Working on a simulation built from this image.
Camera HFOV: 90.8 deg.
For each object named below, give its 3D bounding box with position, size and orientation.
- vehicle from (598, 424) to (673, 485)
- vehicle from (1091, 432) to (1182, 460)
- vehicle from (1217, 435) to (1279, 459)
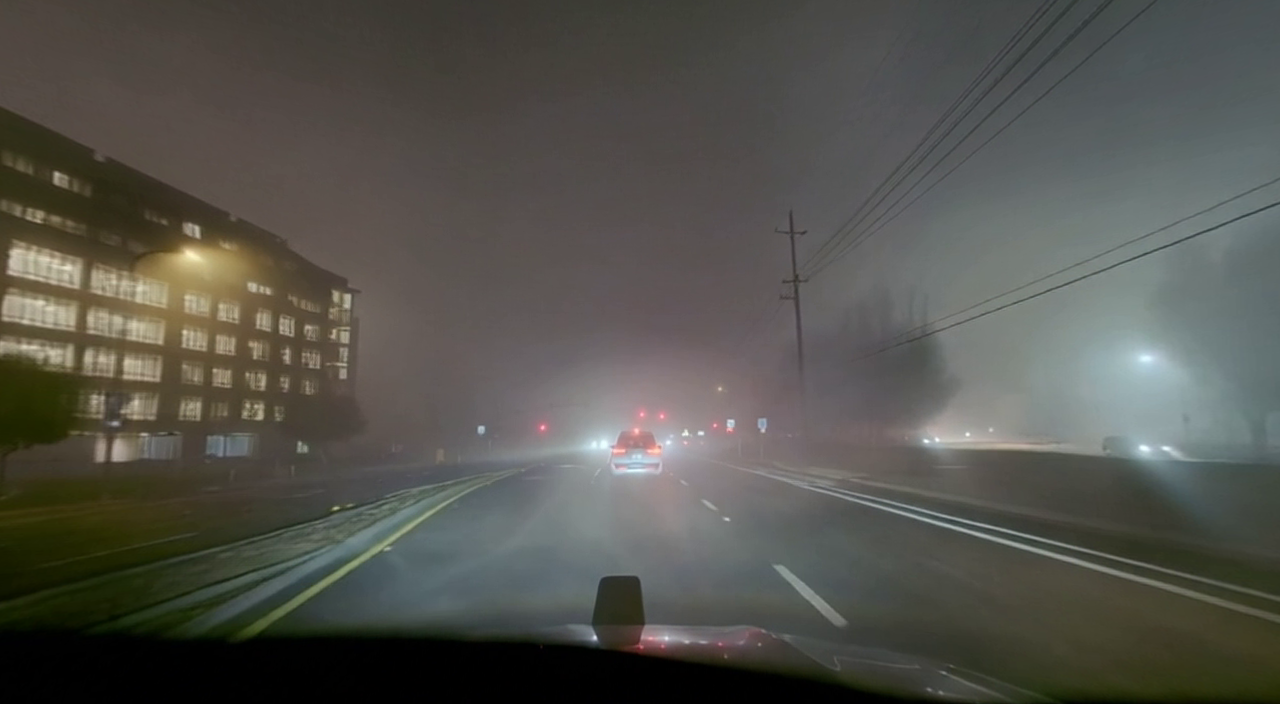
[{"bbox_3d":[-0.132,3.325,20.710,2.189,1.776,4.342,0,-8,0],"label":"vehicle"},{"bbox_3d":[32.387,6.157,41.443,1.961,1.745,4.981,0,-8,1],"label":"vehicle"},{"bbox_3d":[41.916,6.336,42.521,1.837,1.455,4.531,-2,-8,1],"label":"vehicle"}]
